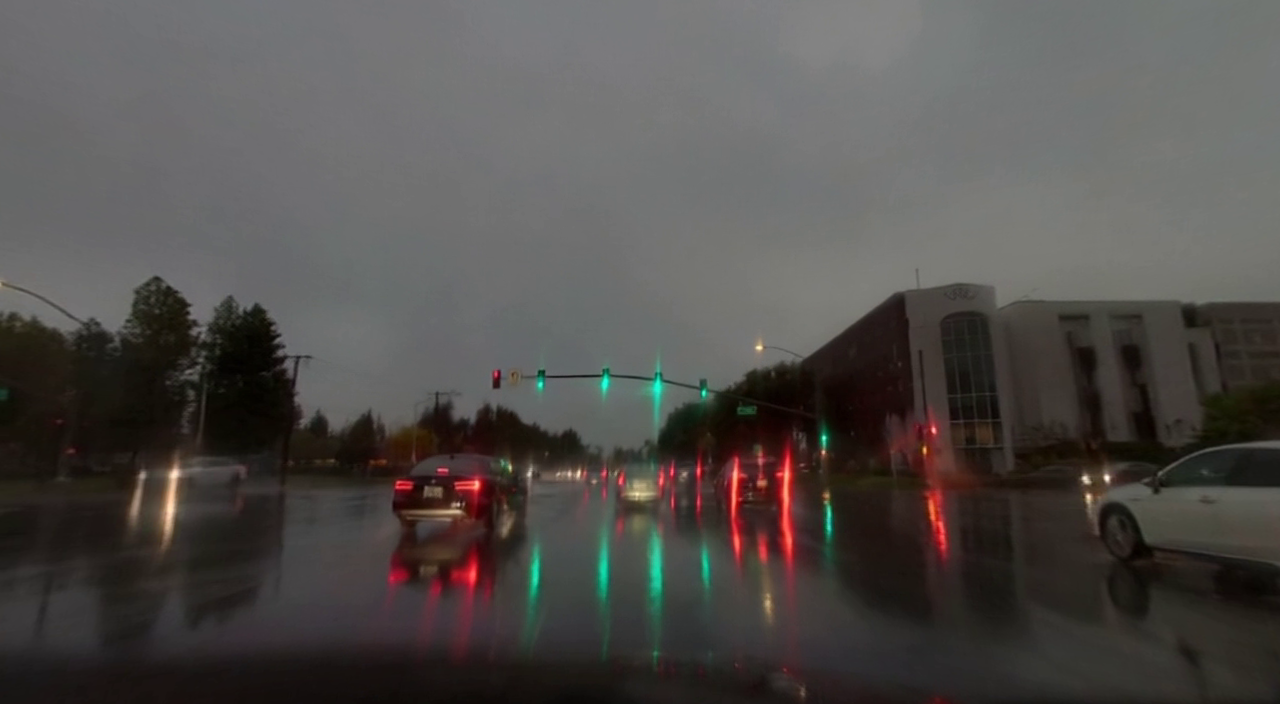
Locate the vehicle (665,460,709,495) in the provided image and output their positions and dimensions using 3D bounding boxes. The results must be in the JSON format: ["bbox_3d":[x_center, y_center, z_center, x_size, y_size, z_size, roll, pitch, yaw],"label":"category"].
[{"bbox_3d":[2.707,7.354,37.355,2.138,1.778,4.422,0,-9,-2],"label":"vehicle"}]

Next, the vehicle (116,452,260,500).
[{"bbox_3d":[-18.345,5.139,26.043,2.172,1.751,4.889,0,-12,1],"label":"vehicle"}]

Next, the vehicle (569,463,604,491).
[{"bbox_3d":[-3.668,8.653,43.911,2.033,1.714,4.278,0,-9,0],"label":"vehicle"}]

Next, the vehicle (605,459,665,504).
[{"bbox_3d":[-0.227,4.882,24.146,2.098,1.461,3.958,0,-9,-2],"label":"vehicle"}]

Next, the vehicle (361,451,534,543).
[{"bbox_3d":[-3.556,2.752,12.735,2.045,1.463,4.490,0,-9,0],"label":"vehicle"}]

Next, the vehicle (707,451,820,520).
[{"bbox_3d":[3.180,3.544,17.456,1.996,1.566,4.917,0,-9,-2],"label":"vehicle"}]

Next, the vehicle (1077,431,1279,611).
[{"bbox_3d":[6.564,1.474,5.543,1.959,1.553,4.809,0,-9,-1],"label":"vehicle"}]
